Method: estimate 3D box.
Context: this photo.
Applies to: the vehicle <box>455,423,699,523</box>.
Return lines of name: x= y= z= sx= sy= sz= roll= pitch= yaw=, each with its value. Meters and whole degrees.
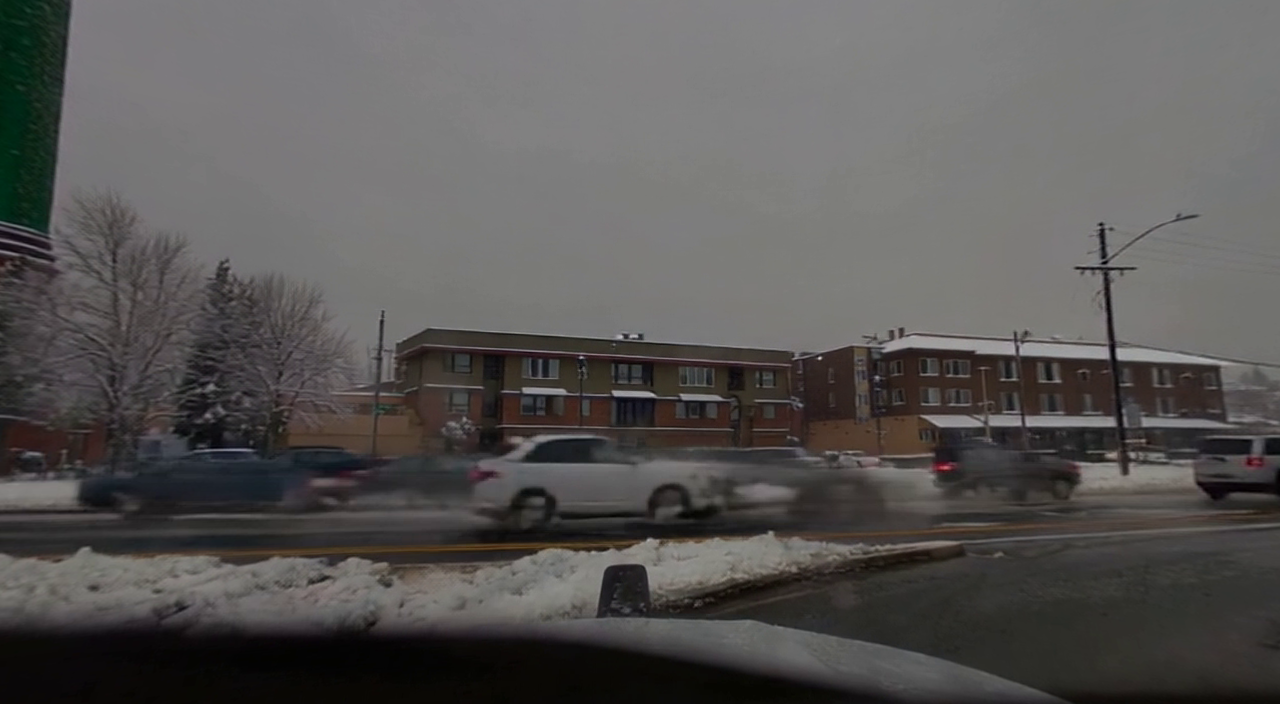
vehicle: x=-1.233 y=2.271 z=12.173 sx=4.284 sy=1.692 sz=2.031 roll=2 pitch=-9 yaw=-11

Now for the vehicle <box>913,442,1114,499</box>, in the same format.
vehicle: x=10.530 y=3.301 z=17.891 sx=4.795 sy=1.465 sz=1.882 roll=2 pitch=-9 yaw=-12

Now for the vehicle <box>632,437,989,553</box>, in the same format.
vehicle: x=2.381 y=2.023 z=9.457 sx=4.710 sy=1.444 sz=2.041 roll=2 pitch=-9 yaw=-11

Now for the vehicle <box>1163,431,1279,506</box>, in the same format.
vehicle: x=15.817 y=2.885 z=15.870 sx=4.011 sy=1.697 sz=1.857 roll=2 pitch=-9 yaw=-13

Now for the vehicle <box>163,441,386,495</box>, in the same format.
vehicle: x=-10.666 y=3.423 z=18.818 sx=5.371 sy=1.488 sz=1.763 roll=2 pitch=-9 yaw=-10
